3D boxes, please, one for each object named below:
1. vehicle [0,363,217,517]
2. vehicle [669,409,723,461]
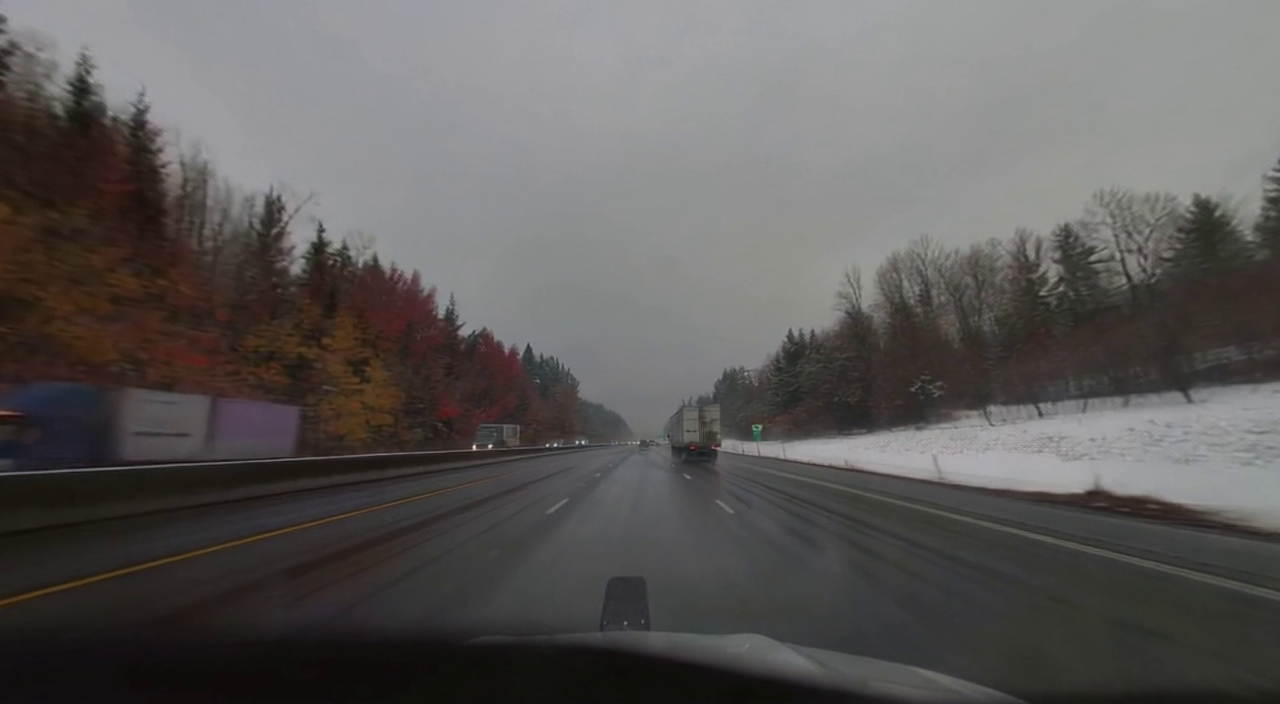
[{"bbox_3d":[-19.285,2.957,21.031,2.923,4.256,10.164,0,-8,1],"label":"vehicle"},{"bbox_3d":[3.867,6.071,45.647,2.932,3.425,7.941,0,-8,-2],"label":"vehicle"}]
